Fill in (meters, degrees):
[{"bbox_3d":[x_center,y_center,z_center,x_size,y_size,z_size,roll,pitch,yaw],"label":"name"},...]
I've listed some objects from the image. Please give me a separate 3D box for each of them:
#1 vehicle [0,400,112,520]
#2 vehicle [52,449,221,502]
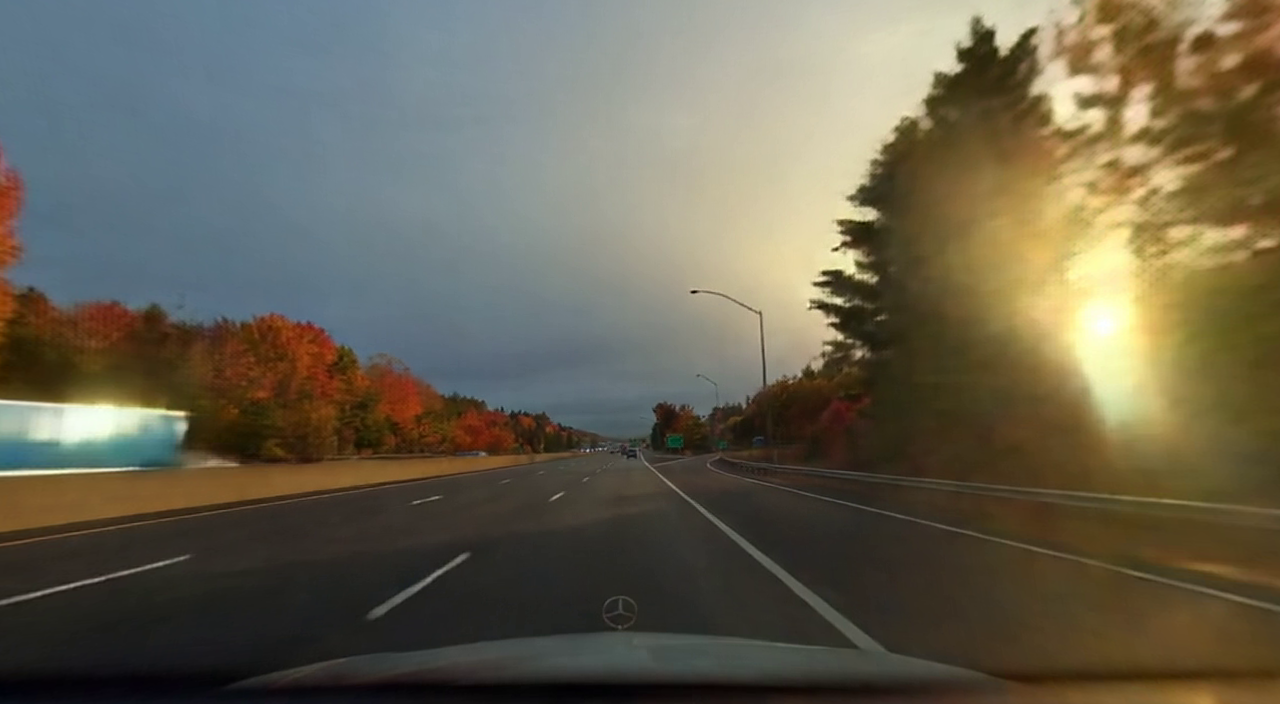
[{"bbox_3d":[-20.797,3.069,17.615,2.960,3.582,10.273,0,-9,-1],"label":"vehicle"},{"bbox_3d":[-16.093,3.932,20.398,1.902,1.480,4.328,0,-9,0],"label":"vehicle"}]
